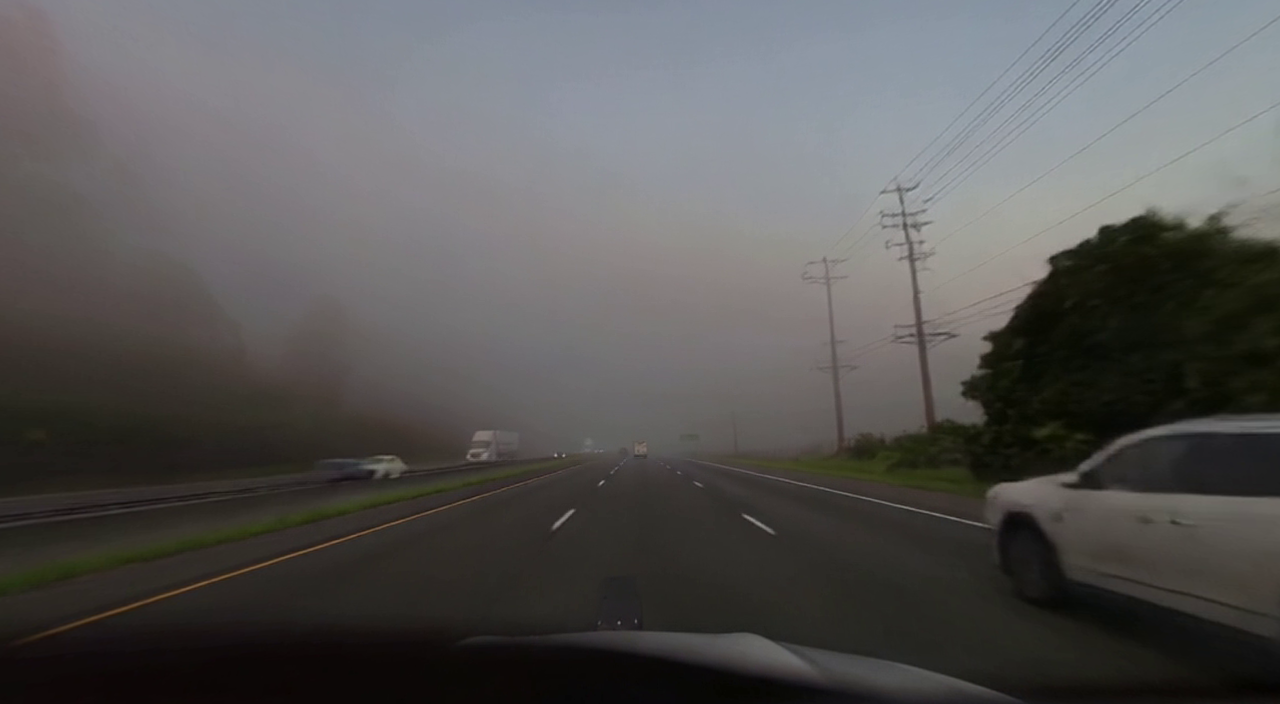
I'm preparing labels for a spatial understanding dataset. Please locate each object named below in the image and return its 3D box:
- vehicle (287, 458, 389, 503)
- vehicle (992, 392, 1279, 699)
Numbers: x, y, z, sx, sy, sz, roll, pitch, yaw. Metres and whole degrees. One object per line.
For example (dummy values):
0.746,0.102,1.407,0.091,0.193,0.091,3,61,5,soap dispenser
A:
-11.398,4.862,24.002,1.885,1.469,4.099,0,-9,-1,vehicle
4.322,1.065,3.697,2.054,1.565,4.089,0,-9,-1,vehicle
